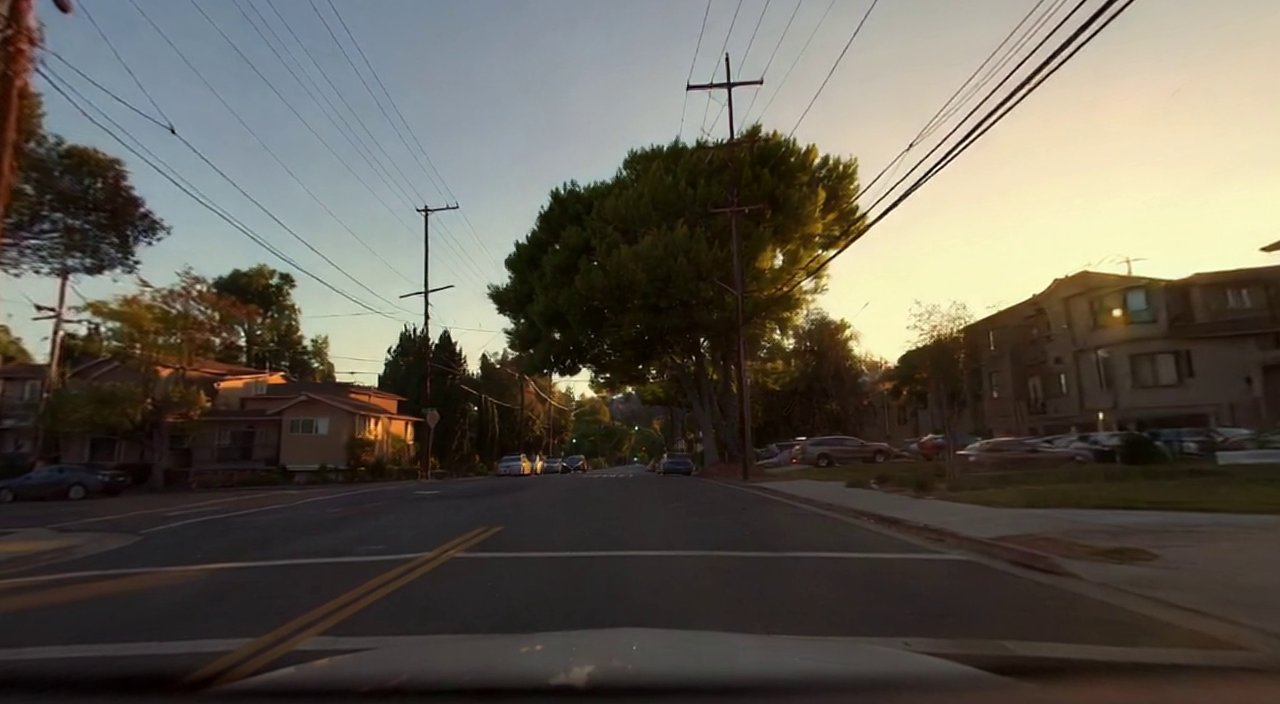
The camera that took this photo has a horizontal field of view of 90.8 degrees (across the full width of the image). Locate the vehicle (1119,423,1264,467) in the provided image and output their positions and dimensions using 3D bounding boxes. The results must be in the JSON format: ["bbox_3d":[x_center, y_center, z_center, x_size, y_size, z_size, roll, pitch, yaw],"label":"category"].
[{"bbox_3d":[22.331,3.812,25.710,4.002,1.505,2.061,-2,-10,-5],"label":"vehicle"}]

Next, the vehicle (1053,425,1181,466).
[{"bbox_3d":[21.978,4.300,29.355,4.320,1.673,1.957,-2,-5,24],"label":"vehicle"}]

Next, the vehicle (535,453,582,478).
[{"bbox_3d":[-5.285,7.414,41.560,2.179,1.494,4.523,-1,-8,4],"label":"vehicle"}]

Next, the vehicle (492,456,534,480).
[{"bbox_3d":[-8.670,7.945,43.528,2.066,1.472,4.353,0,-8,-1],"label":"vehicle"}]

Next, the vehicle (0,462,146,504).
[{"bbox_3d":[-22.322,5.070,24.655,4.424,1.486,1.814,0,-8,-2],"label":"vehicle"}]

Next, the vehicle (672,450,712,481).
[{"bbox_3d":[3.160,7.031,39.418,1.993,1.755,4.256,0,-8,-2],"label":"vehicle"}]

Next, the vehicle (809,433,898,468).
[{"bbox_3d":[11.133,5.107,32.842,4.509,1.664,1.981,6,-10,-34],"label":"vehicle"}]
